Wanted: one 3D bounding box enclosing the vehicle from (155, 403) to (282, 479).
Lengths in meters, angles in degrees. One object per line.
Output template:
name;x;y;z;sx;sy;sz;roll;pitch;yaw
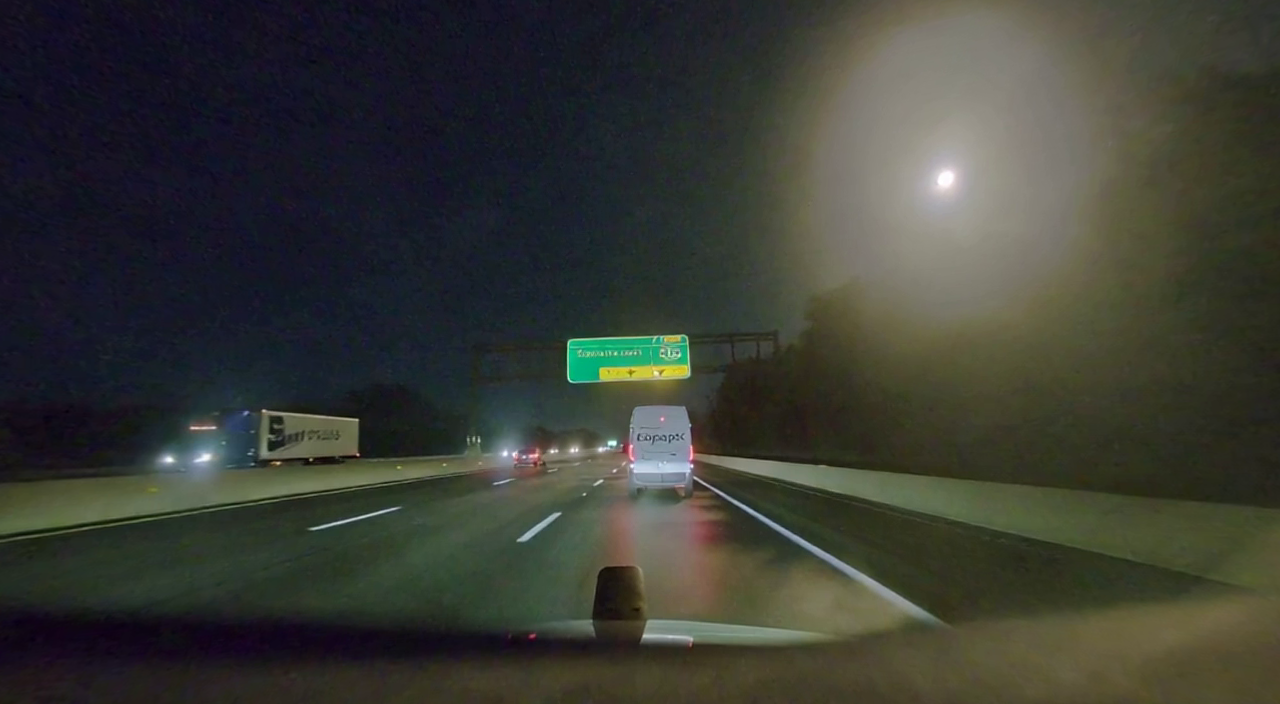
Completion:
vehicle;-23.814;5.116;36.109;2.949;3.955;5.920;0;-9;1

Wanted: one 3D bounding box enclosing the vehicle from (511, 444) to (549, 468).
vehicle;-7.382;7.007;42.526;1.829;1.518;3.776;0;-9;0

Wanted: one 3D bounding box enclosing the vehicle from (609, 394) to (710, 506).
vehicle;0.367;2.657;17.304;2.332;2.558;5.314;0;-9;-2
